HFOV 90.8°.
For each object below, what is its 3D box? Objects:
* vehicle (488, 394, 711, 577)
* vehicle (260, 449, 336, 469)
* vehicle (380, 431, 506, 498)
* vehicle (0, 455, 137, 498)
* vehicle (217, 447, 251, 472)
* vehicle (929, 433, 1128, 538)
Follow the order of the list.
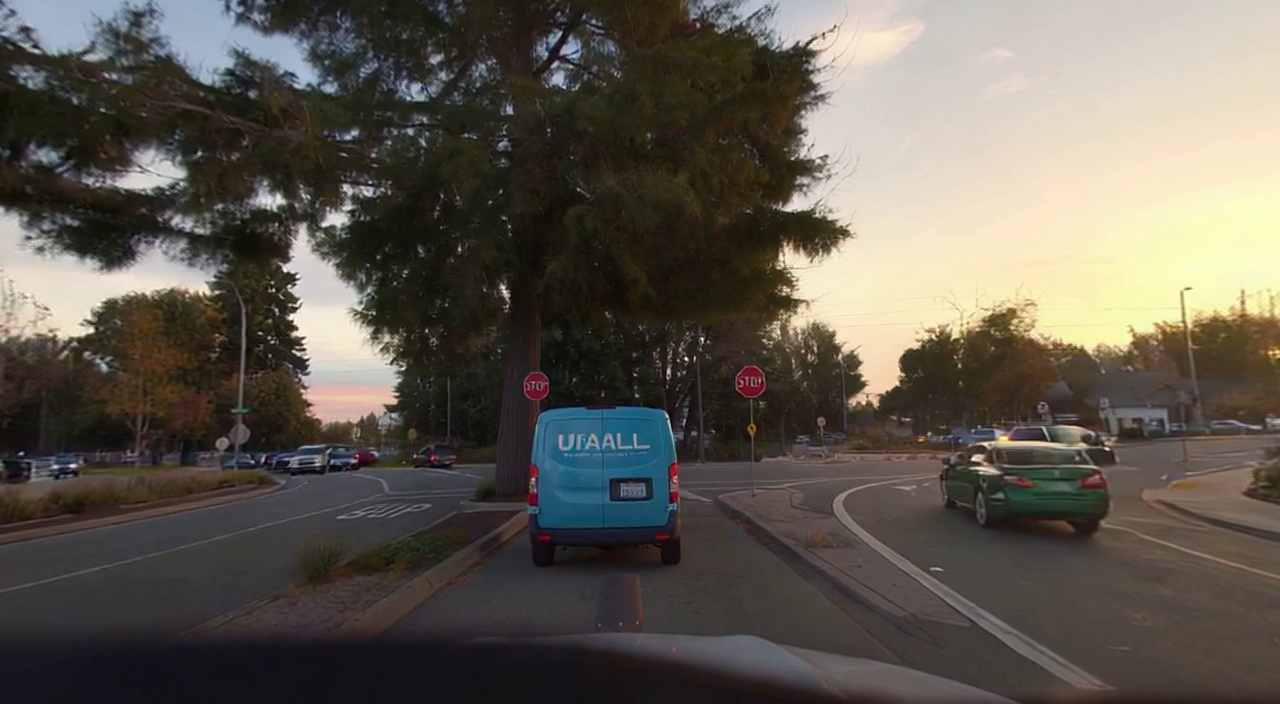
[{"bbox_3d":[-0.338,1.689,8.707,2.237,1.828,4.546,0,-9,2],"label":"vehicle"},{"bbox_3d":[-26.185,8.195,48.523,4.670,1.472,1.851,1,-9,-8],"label":"vehicle"},{"bbox_3d":[-5.658,3.302,18.878,1.985,1.710,4.651,-1,-9,4],"label":"vehicle"},{"bbox_3d":[-21.445,4.536,23.383,2.038,1.392,4.362,0,-9,0],"label":"vehicle"},{"bbox_3d":[-29.941,7.889,46.631,1.913,1.682,4.120,5,-10,-31],"label":"vehicle"},{"bbox_3d":[6.869,2.342,11.851,2.079,1.504,4.828,-3,-9,19],"label":"vehicle"}]
